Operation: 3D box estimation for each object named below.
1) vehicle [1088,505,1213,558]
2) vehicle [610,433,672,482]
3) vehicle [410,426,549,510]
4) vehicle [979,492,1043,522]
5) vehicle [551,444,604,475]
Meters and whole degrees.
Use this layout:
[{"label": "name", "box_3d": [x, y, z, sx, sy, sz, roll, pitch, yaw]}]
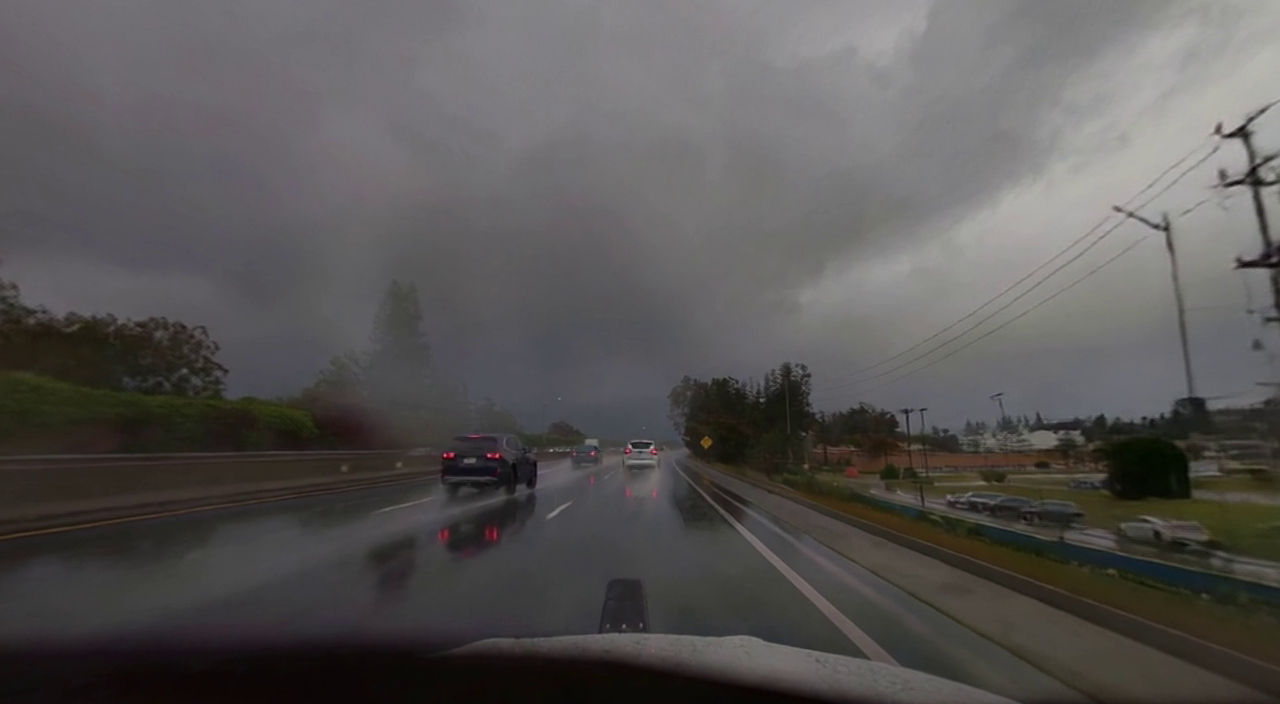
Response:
[{"label": "vehicle", "box_3d": [22.235, 7.789, 27.758, 1.826, 1.625, 4.758, -1, -8, 6]}, {"label": "vehicle", "box_3d": [0.089, 4.252, 25.759, 2.319, 1.813, 4.274, 0, -8, 2]}, {"label": "vehicle", "box_3d": [-3.728, 2.785, 15.653, 2.104, 1.754, 4.515, 0, -8, 2]}, {"label": "vehicle", "box_3d": [24.468, 10.219, 41.761, 1.985, 1.513, 4.339, -1, -8, 7]}, {"label": "vehicle", "box_3d": [-3.090, 5.410, 32.054, 2.092, 1.464, 4.466, -1, -8, 2]}]
